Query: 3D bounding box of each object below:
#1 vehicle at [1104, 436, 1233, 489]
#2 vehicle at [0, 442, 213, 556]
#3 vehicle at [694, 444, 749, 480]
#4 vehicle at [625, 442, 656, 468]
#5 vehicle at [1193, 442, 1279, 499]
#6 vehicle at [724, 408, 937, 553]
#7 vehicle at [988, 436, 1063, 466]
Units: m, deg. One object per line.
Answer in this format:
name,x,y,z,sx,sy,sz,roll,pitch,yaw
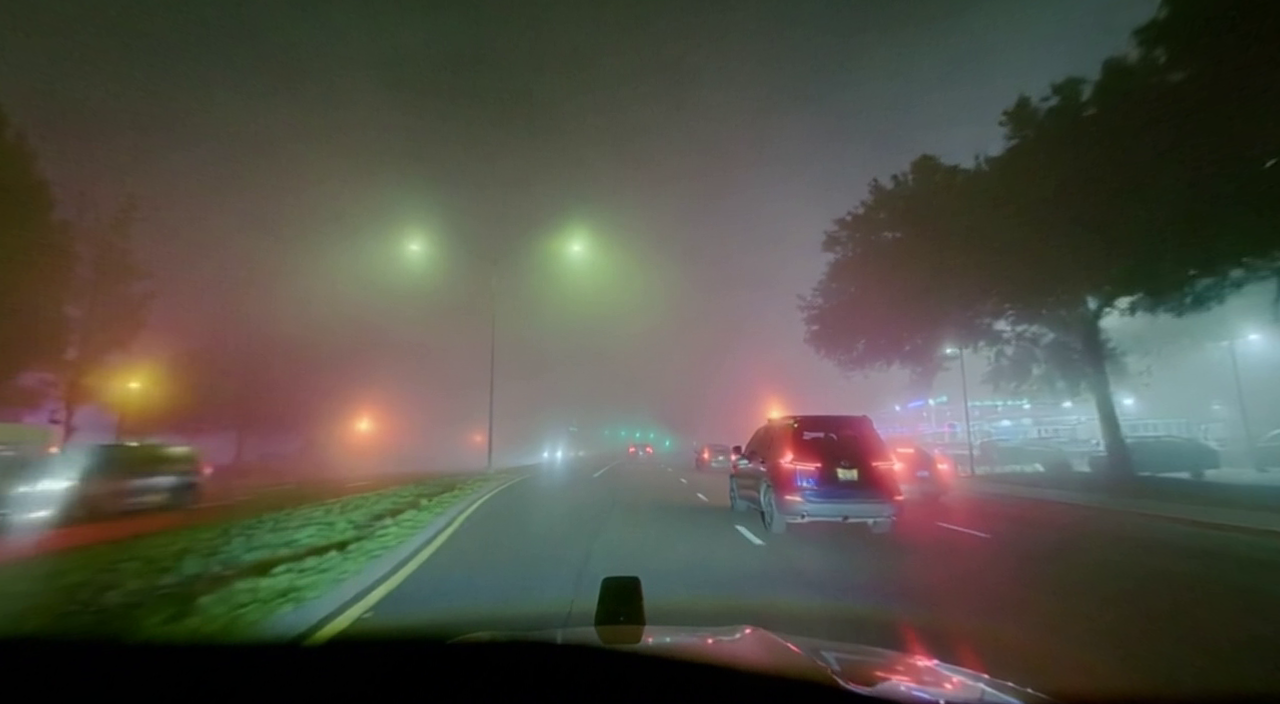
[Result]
vehicle,18.296,3.772,21.854,4.049,1.671,1.868,4,-10,-28
vehicle,-8.954,2.070,9.417,2.131,1.378,4.391,0,-9,0
vehicle,3.644,5.024,29.052,1.861,1.478,4.185,0,-9,-1
vehicle,0.036,7.291,44.904,2.101,1.707,3.904,0,-9,0
vehicle,18.572,3.460,18.795,4.582,1.491,2.032,6,-11,-35
vehicle,2.875,2.099,10.971,2.038,1.917,4.900,0,-9,-2
vehicle,23.964,6.185,39.492,1.911,1.714,4.237,-1,-9,0
